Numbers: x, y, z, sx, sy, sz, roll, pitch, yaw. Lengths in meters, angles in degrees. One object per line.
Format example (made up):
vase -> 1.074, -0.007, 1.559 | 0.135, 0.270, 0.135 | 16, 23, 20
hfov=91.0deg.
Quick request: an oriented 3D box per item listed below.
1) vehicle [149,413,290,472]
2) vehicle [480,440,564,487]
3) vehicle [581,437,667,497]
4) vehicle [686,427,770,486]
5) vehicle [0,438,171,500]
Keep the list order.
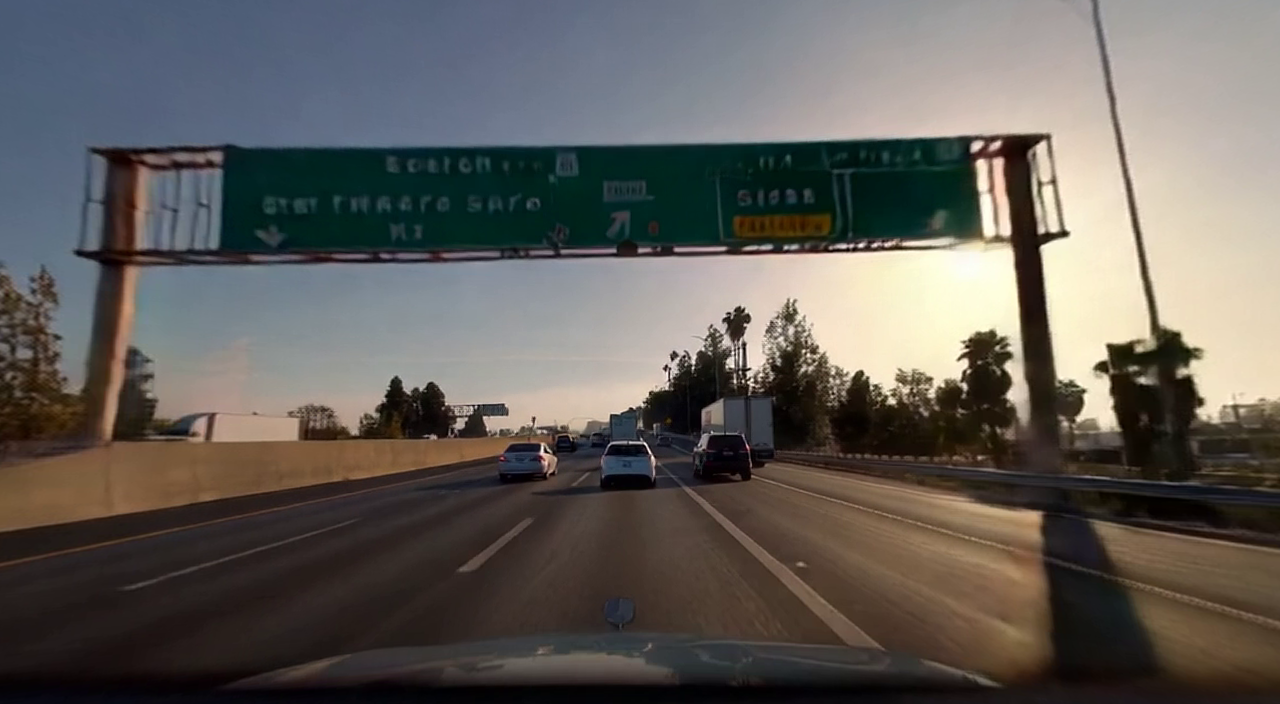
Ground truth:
vehicle -> -30.430, 6.710, 46.572 | 2.839, 3.817, 11.855 | 0, -8, -3
vehicle -> -3.910, 3.755, 21.608 | 1.998, 1.423, 4.436 | 0, -8, 0
vehicle -> -0.415, 3.152, 17.654 | 2.136, 1.470, 3.971 | 0, -8, 0
vehicle -> 2.951, 3.642, 22.238 | 2.173, 1.870, 4.499 | 0, -8, -2
vehicle -> -19.021, 3.954, 21.809 | 2.038, 1.886, 4.746 | 0, -8, -4
